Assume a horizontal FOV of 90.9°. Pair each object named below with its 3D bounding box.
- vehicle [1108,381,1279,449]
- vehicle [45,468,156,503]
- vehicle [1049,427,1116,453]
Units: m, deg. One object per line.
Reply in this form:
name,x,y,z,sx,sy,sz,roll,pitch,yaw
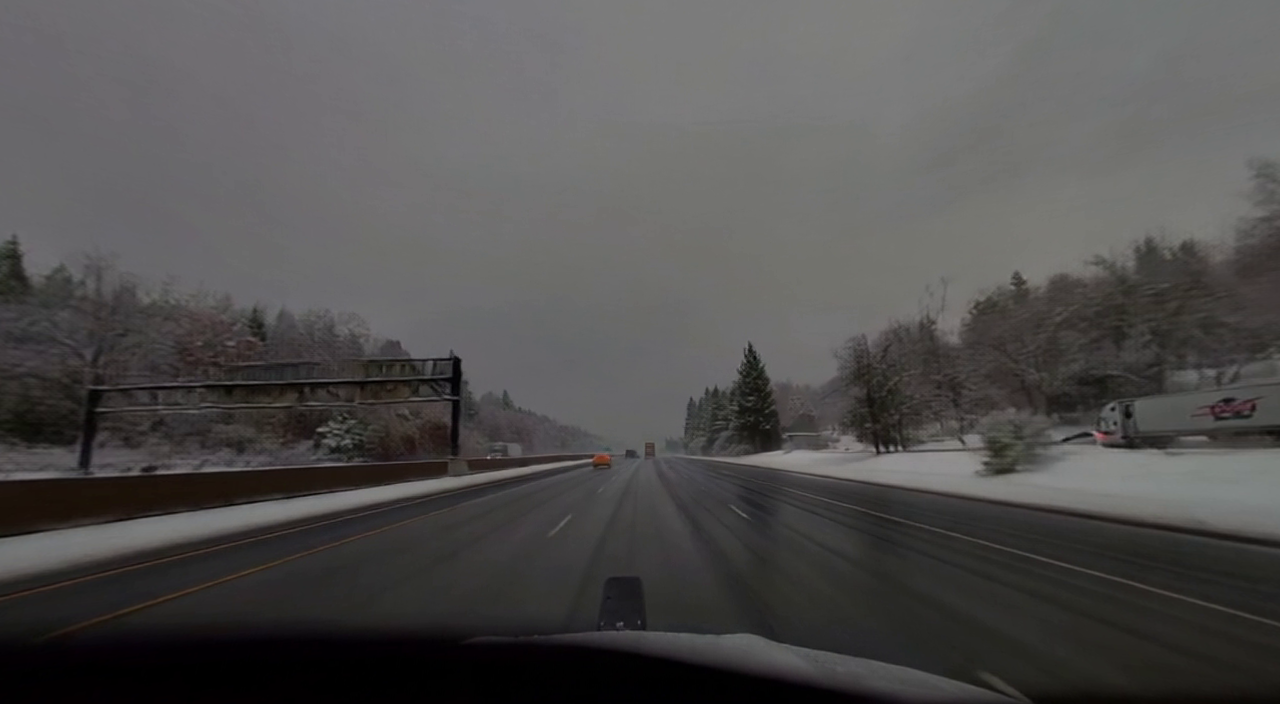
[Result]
vehicle,39.011,4.492,42.383,2.876,4.046,13.881,1,-9,-8
vehicle,-28.453,7.004,33.434,1.772,1.575,4.542,0,-9,1
vehicle,33.529,6.719,47.845,2.038,1.823,3.744,1,-9,-9
